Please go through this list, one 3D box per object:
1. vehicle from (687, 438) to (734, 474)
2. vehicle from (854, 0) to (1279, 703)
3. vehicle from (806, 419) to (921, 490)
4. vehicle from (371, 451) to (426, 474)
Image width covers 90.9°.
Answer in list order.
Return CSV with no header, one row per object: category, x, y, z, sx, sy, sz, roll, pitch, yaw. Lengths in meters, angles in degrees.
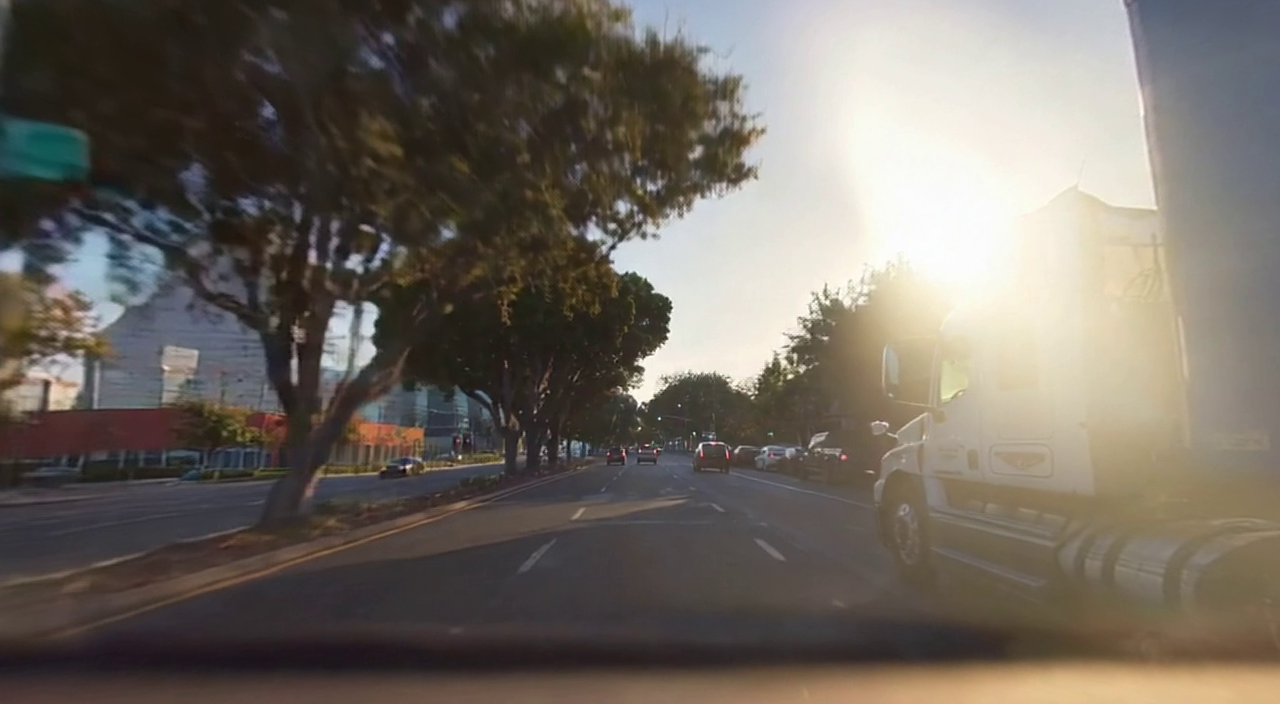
vehicle,4.027,6.087,36.972,2.196,1.908,4.412,0,-9,0
vehicle,3.719,-0.225,2.399,3.006,3.679,8.506,-1,-9,2
vehicle,8.026,3.770,23.252,2.539,2.328,4.769,-1,-9,2
vehicle,-16.969,7.777,44.520,2.017,1.503,4.638,0,-9,0
